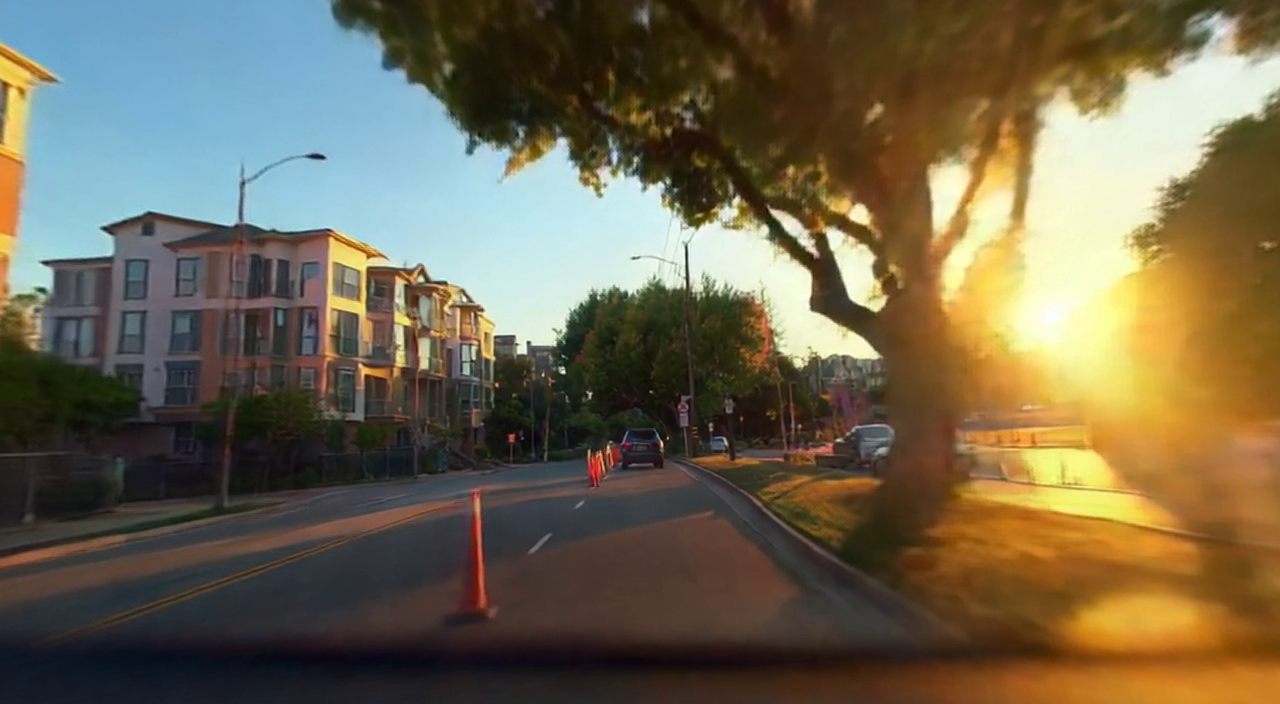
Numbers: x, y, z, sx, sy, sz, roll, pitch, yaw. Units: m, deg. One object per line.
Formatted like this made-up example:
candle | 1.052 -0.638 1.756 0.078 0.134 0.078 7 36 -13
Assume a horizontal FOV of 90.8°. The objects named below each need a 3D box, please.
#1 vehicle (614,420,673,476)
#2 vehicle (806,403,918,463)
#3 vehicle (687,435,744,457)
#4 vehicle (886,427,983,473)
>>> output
vehicle | 0.023 3.910 25.702 2.169 2.015 5.206 0 -9 -2
vehicle | 9.590 3.739 28.166 2.253 2.306 6.753 -1 -10 -2
vehicle | 5.692 7.091 47.537 3.835 1.584 1.893 4 -9 -27
vehicle | 10.695 3.595 23.156 1.698 1.548 2.969 2 -9 -12
